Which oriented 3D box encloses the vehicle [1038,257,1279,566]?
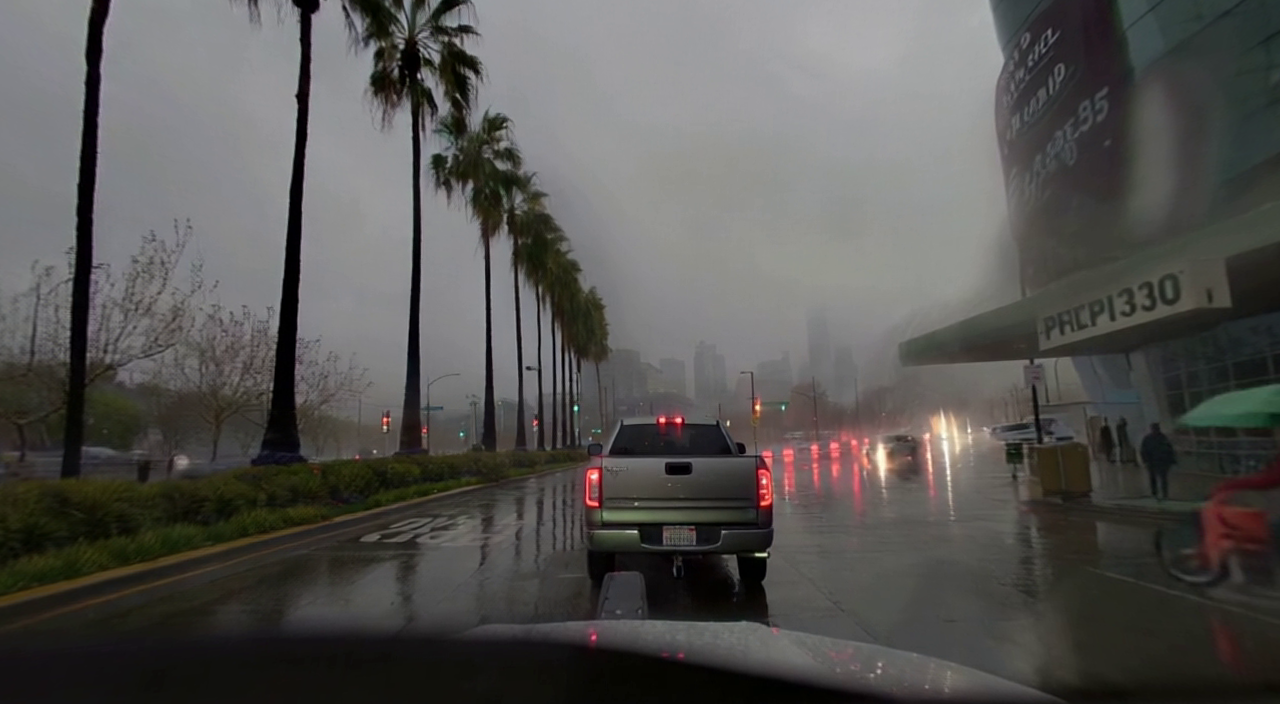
[{"bbox_3d":[7.896,0.835,8.560,2.666,3.345,3.622,-2,-9,6],"label":"vehicle"}]

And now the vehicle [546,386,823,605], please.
[{"bbox_3d":[0.405,1.591,7.989,2.311,1.819,5.255,0,-8,1],"label":"vehicle"}]
